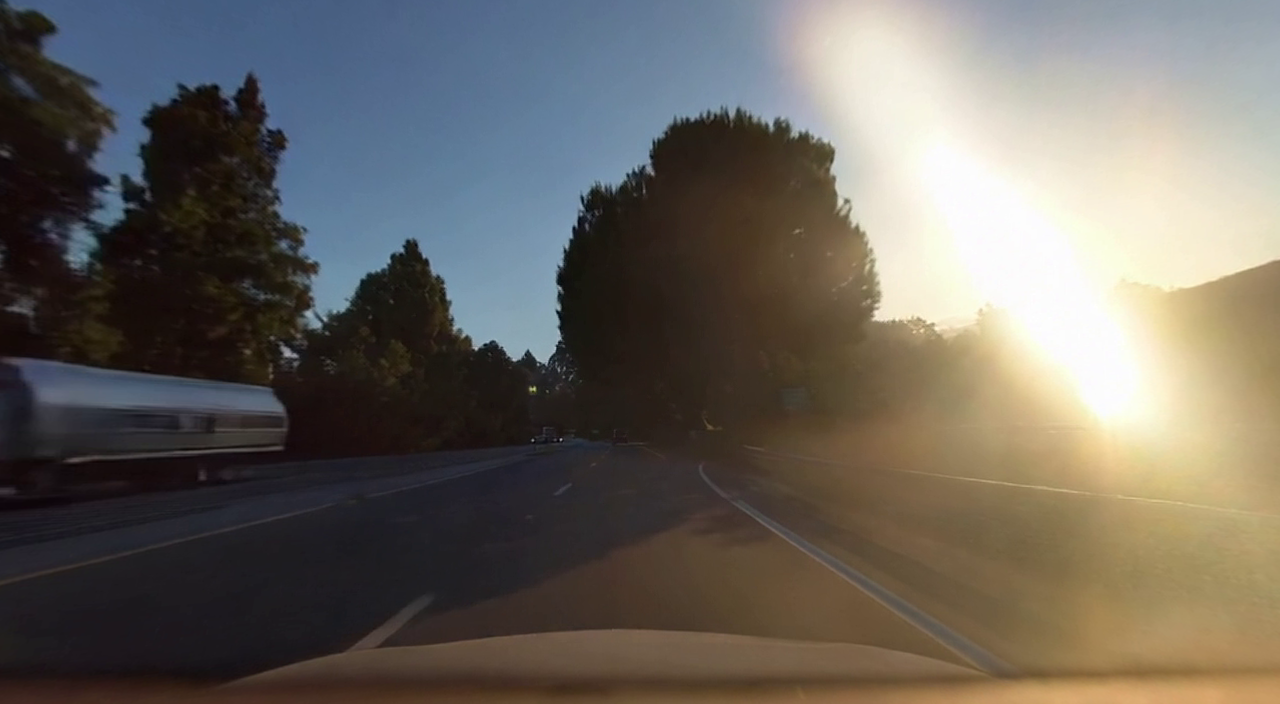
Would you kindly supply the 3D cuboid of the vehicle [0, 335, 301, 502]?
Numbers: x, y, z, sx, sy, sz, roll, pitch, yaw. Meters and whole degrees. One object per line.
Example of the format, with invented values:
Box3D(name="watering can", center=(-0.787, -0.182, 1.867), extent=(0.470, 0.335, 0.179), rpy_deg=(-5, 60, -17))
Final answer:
Box3D(name="vehicle", center=(-17.246, 2.546, 22.291), extent=(2.871, 4.062, 14.228), rpy_deg=(0, -8, -1))
